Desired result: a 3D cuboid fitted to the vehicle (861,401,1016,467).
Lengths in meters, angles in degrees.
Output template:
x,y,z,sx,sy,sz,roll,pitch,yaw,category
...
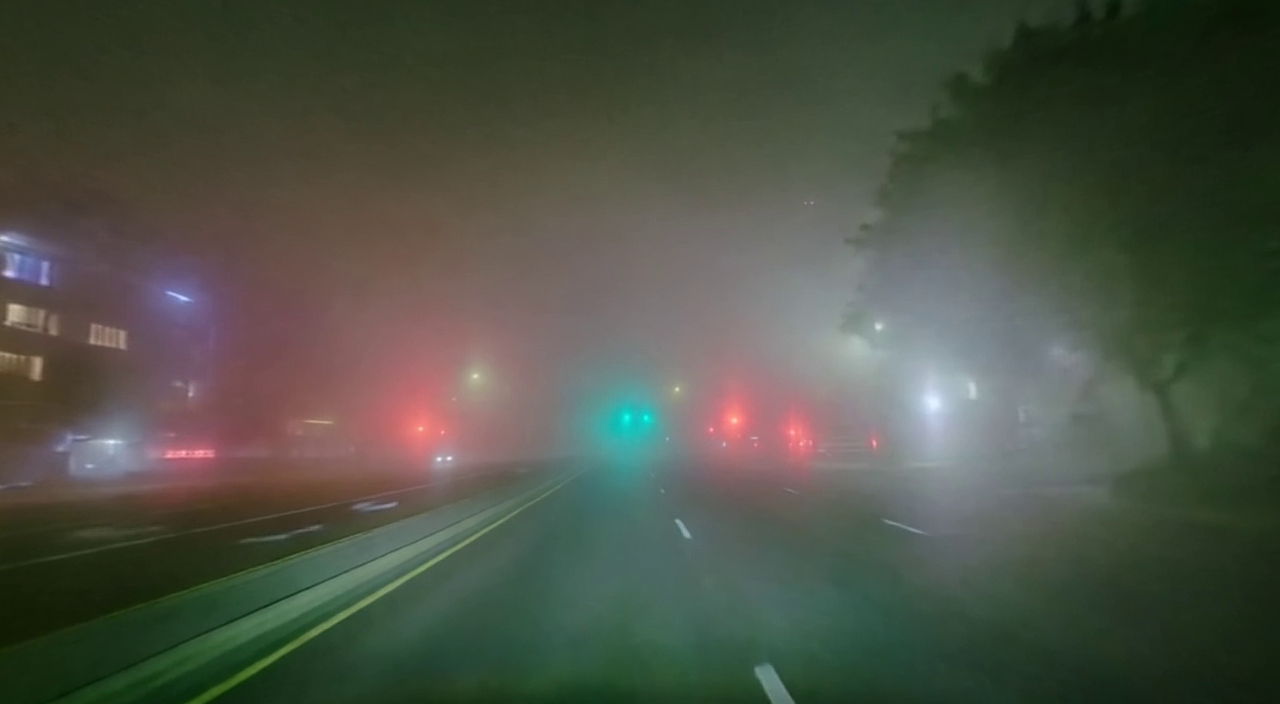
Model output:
x,y,z,sx,sy,sz,roll,pitch,yaw,category
16.654,4.641,35.602,7.225,3.553,2.709,0,-9,-3,vehicle
